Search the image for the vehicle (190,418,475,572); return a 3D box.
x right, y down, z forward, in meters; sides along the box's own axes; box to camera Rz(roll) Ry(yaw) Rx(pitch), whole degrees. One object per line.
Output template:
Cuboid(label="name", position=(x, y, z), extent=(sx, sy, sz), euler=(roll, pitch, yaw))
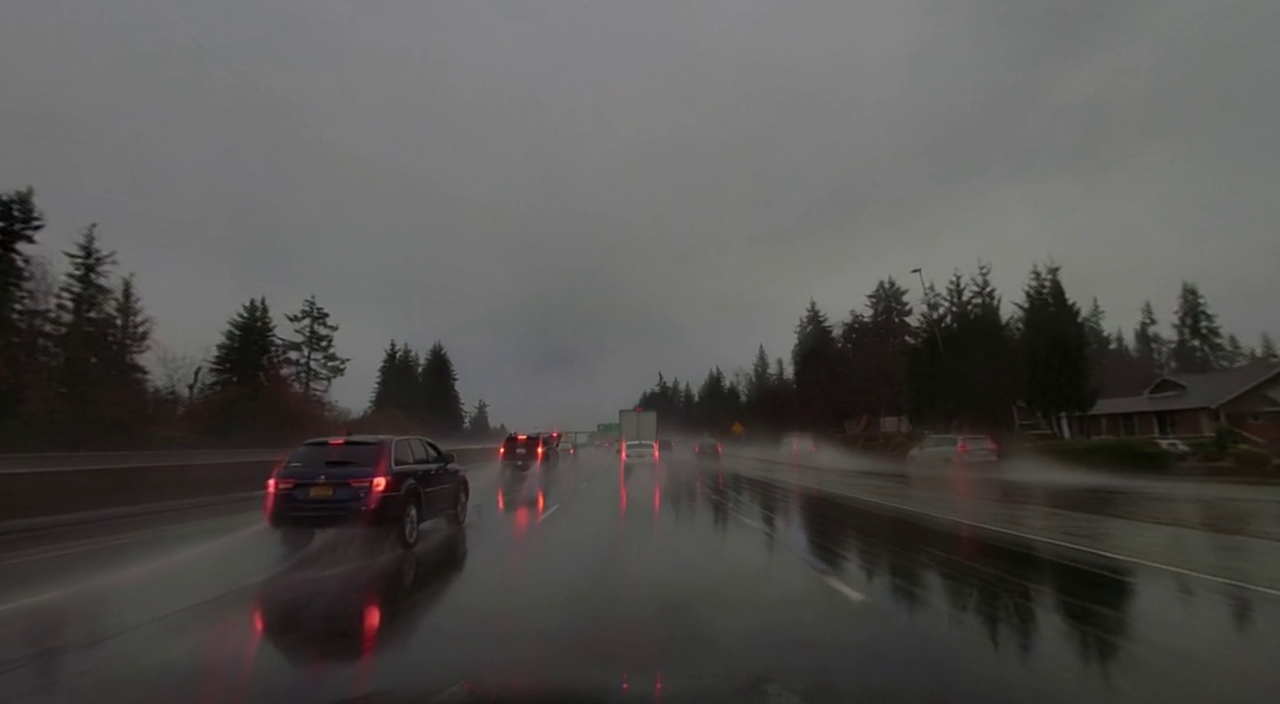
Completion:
Cuboid(label="vehicle", position=(-3.908, 1.874, 8.997), extent=(1.988, 1.668, 4.021), euler=(0, -9, 0))

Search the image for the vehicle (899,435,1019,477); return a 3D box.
Cuboid(label="vehicle", position=(12.467, 4.089, 25.108), extent=(1.905, 1.490, 4.826), euler=(1, -9, -5))

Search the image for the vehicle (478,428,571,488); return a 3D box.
Cuboid(label="vehicle", position=(-4.052, 3.857, 23.294), extent=(2.301, 1.944, 5.482), euler=(0, -9, 1))

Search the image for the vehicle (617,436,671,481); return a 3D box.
Cuboid(label="vehicle", position=(0.142, 4.363, 26.163), extent=(2.063, 1.703, 4.203), euler=(0, -9, 0))

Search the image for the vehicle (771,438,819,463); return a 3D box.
Cuboid(label="vehicle", position=(11.020, 7.027, 45.119), extent=(2.048, 1.674, 4.106), euler=(1, -9, -5))
